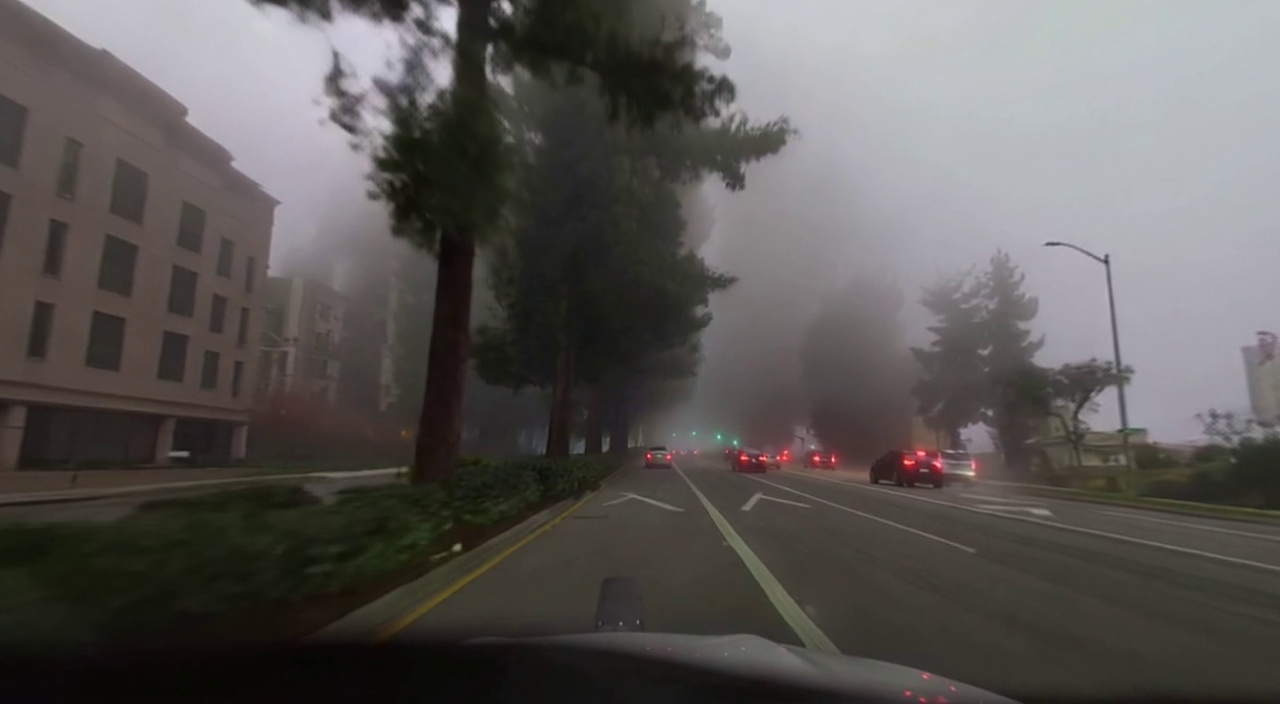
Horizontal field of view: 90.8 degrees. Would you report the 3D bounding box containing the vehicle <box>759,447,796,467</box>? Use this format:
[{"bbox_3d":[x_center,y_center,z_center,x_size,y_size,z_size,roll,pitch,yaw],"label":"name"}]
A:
[{"bbox_3d":[10.542,8.049,48.743,1.888,1.472,4.350,0,-8,0],"label":"vehicle"}]

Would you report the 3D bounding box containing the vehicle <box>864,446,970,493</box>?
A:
[{"bbox_3d":[9.634,4.089,22.373,2.020,1.472,3.958,0,-8,1],"label":"vehicle"}]

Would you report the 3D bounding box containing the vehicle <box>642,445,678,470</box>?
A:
[{"bbox_3d":[1.206,6.498,39.187,2.077,1.477,3.897,0,-8,1],"label":"vehicle"}]
